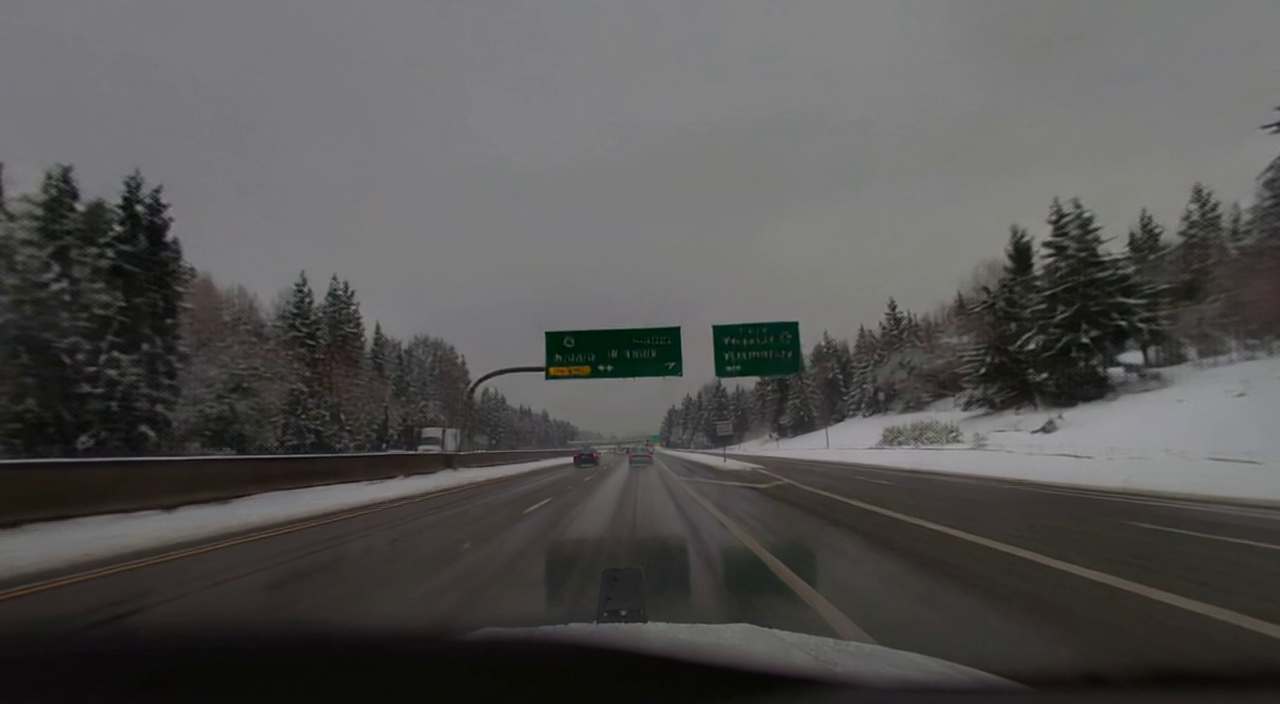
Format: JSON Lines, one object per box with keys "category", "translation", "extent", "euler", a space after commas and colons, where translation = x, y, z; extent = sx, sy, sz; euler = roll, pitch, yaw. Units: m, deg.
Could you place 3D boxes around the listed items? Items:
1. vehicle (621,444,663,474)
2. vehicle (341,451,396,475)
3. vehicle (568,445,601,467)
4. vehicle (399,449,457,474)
{"category": "vehicle", "translation": [0.065, 5.492, 32.425], "extent": [2.002, 1.449, 3.612], "euler": [0, -9, -1]}
{"category": "vehicle", "translation": [-17.621, 7.180, 41.096], "extent": [1.803, 1.464, 3.889], "euler": [0, -9, 1]}
{"category": "vehicle", "translation": [-3.853, 7.273, 44.211], "extent": [1.877, 1.504, 3.799], "euler": [0, -9, 1]}
{"category": "vehicle", "translation": [-12.992, 6.725, 38.886], "extent": [1.942, 1.438, 4.458], "euler": [0, -9, 2]}
